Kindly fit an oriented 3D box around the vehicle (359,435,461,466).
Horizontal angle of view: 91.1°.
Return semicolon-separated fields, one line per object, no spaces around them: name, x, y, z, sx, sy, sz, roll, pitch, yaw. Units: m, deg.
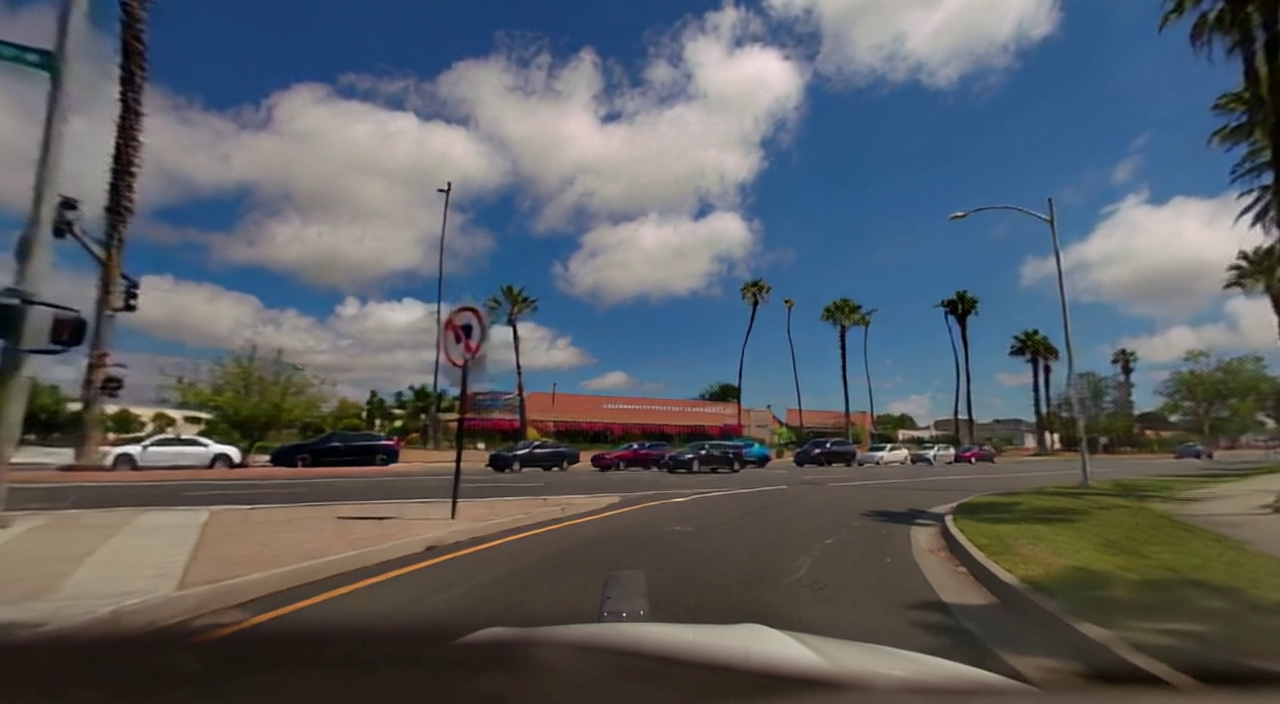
vehicle;-14.481;6.214;39.709;5.616;1.839;2.071;6;-11;-37

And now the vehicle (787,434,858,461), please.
vehicle;14.048;7.338;48.148;5.617;1.904;2.184;6;-13;-36

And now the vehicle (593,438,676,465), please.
vehicle;-0.252;5.929;37.406;4.774;1.493;1.854;7;-10;-37

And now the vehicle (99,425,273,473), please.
vehicle;-15.781;3.444;22.079;4.648;1.501;1.862;8;-12;-36

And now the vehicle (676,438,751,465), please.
vehicle;4.396;5.892;37.289;4.356;1.543;1.844;6;-11;-37

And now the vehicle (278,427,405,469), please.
vehicle;-13.105;4.216;27.684;4.713;1.664;1.909;5;-11;-37

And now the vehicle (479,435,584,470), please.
vehicle;-5.678;5.258;33.083;5.112;1.593;1.865;4;-11;-36
